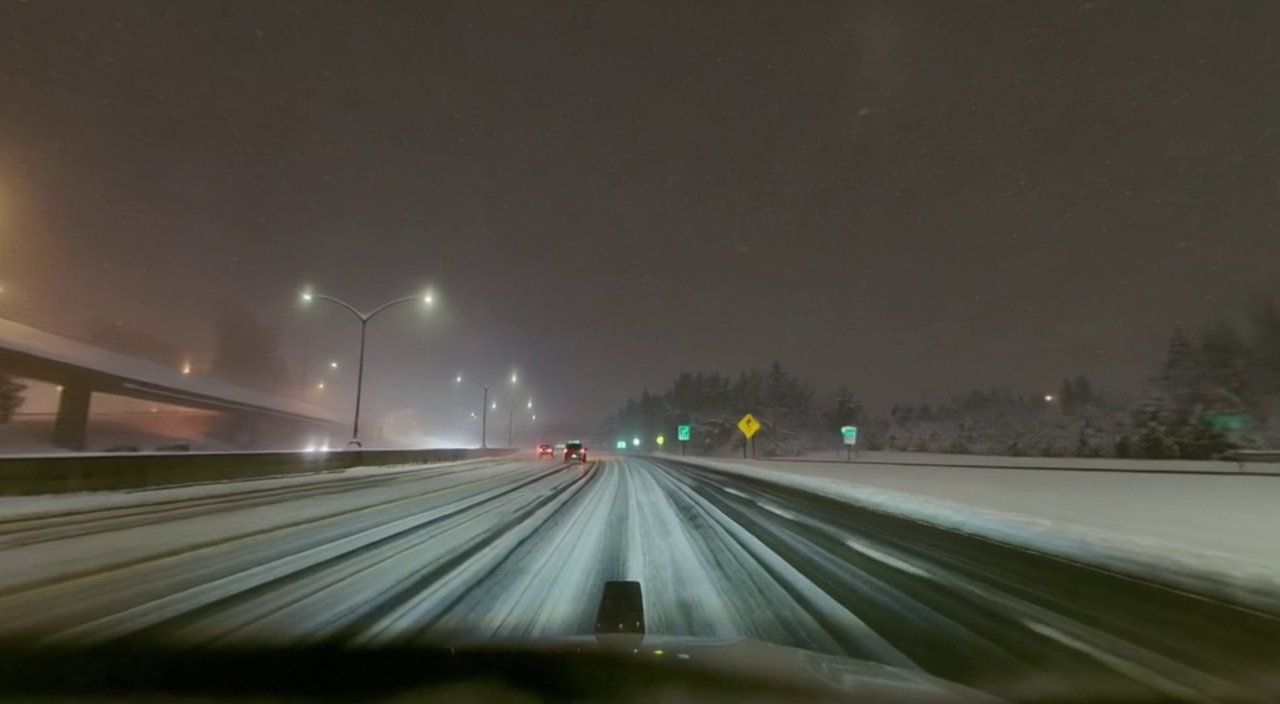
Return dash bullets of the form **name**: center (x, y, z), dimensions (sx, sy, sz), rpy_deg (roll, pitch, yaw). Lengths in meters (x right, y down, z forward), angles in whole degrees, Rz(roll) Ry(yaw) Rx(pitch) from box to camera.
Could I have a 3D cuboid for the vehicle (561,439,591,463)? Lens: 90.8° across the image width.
- **vehicle**: center (-4.685, 7.271, 46.544), dimensions (1.971, 1.643, 4.009), rpy_deg (0, -8, -3)
